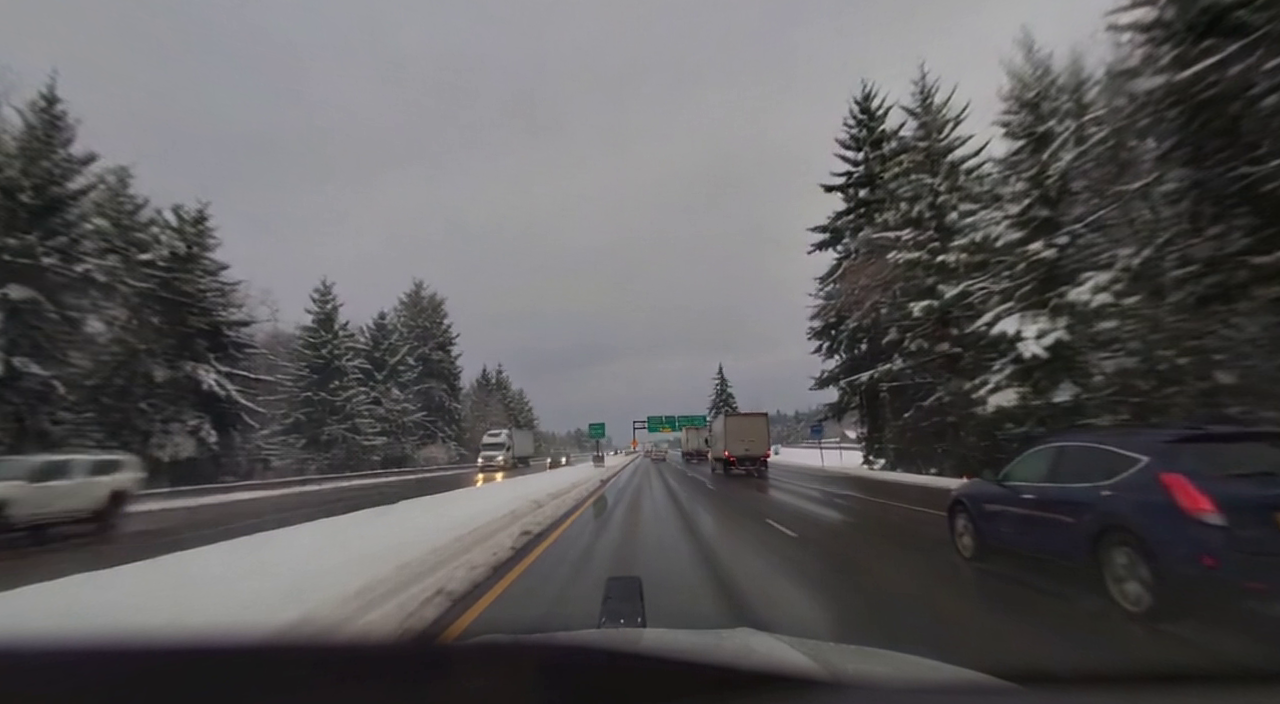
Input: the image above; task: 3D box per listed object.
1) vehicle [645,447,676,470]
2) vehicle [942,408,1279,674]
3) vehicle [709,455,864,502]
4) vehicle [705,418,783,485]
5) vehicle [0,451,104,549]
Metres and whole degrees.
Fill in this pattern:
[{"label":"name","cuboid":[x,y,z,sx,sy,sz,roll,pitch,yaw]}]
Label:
[{"label":"vehicle","cuboid":[1.398,7.412,44.004,2.049,1.500,3.790,0,-9,1]},{"label":"vehicle","cuboid":[4.497,1.366,5.512,1.873,1.519,3.607,0,-9,0]},{"label":"vehicle","cuboid":[4.642,4.458,23.439,2.472,1.036,13.239,-1,-9,-1]},{"label":"vehicle","cuboid":[4.717,4.662,29.736,2.569,2.783,5.984,0,-9,-1]},{"label":"vehicle","cuboid":[-12.644,2.769,11.493,1.899,1.750,4.339,-4,-9,0]}]
